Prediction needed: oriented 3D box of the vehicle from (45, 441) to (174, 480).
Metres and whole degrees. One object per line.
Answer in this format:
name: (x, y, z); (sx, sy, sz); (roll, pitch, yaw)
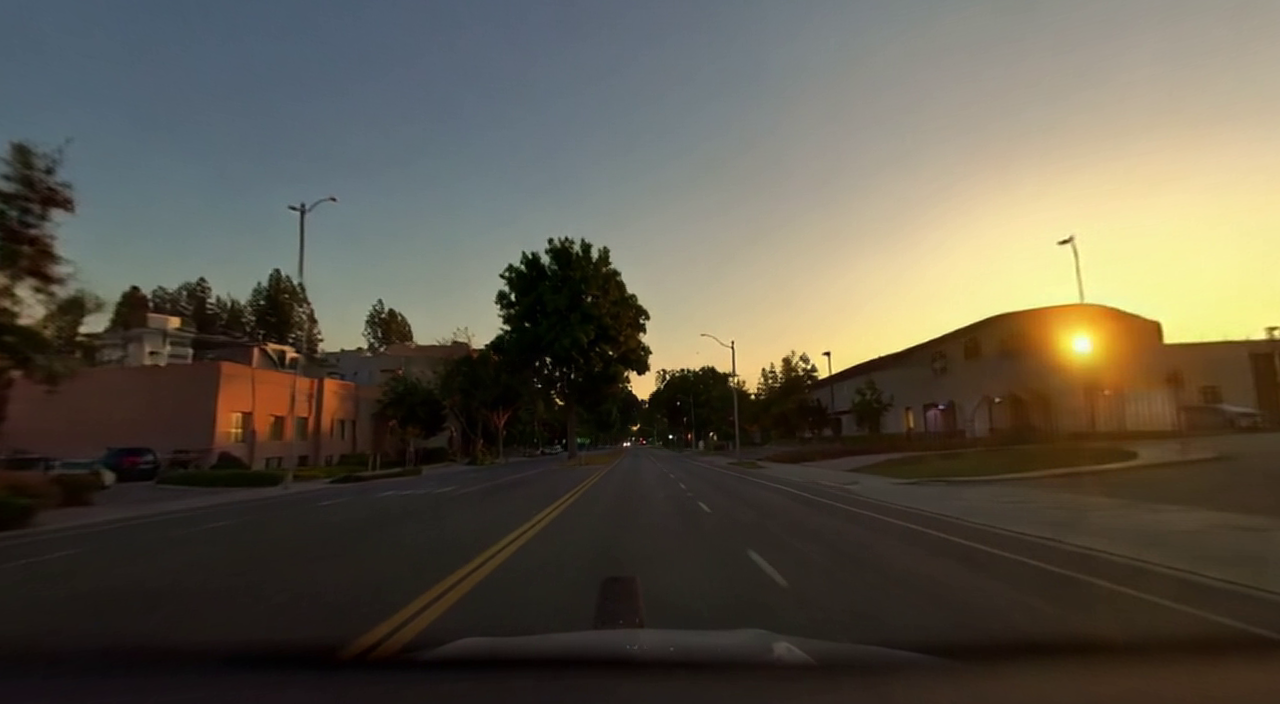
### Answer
vehicle: (-27.949, 5.716, 33.422); (4.927, 1.980, 2.083); (0, -8, 2)

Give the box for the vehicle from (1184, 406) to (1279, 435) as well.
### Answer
vehicle: (32.452, 3.738, 34.435); (3.904, 1.508, 1.724); (0, -9, 1)

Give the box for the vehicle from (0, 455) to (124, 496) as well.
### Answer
vehicle: (-23.264, 4.783, 24.578); (4.686, 1.495, 1.879); (0, -9, 1)
